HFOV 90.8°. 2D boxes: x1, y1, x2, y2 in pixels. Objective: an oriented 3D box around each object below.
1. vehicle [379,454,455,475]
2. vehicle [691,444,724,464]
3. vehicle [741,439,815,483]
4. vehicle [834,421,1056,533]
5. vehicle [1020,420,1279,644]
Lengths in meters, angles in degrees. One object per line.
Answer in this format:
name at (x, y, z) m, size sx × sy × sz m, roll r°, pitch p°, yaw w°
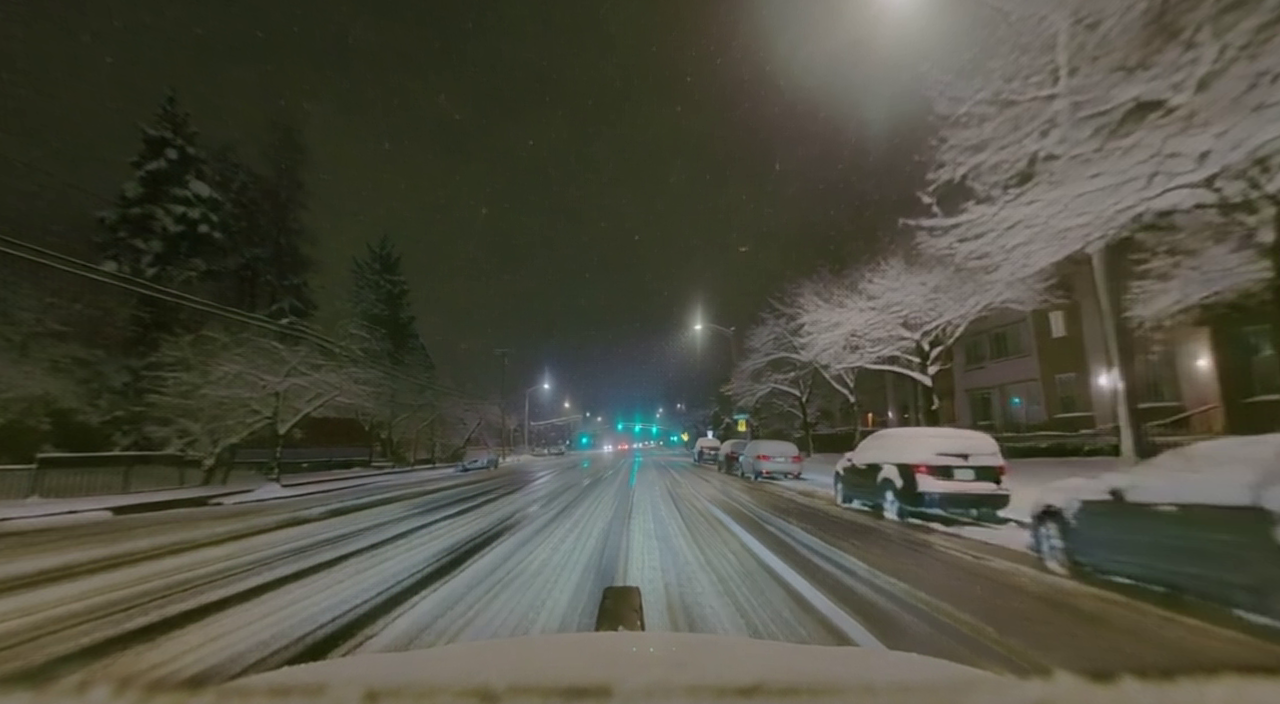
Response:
vehicle at (-16.372, 8.251, 46.499) m, size 4.826 × 1.491 × 2.086 m, roll 0°, pitch -8°, yaw -2°
vehicle at (4.994, 7.588, 47.051) m, size 1.935 × 1.433 × 4.241 m, roll 0°, pitch -8°, yaw -1°
vehicle at (5.221, 4.176, 24.462) m, size 1.837 × 1.532 × 3.886 m, roll 0°, pitch -8°, yaw -2°
vehicle at (5.349, 2.233, 11.864) m, size 1.990 × 1.694 × 4.179 m, roll 0°, pitch -8°, yaw -1°
vehicle at (5.432, 1.331, 5.161) m, size 1.974 × 1.548 × 4.160 m, roll -3°, pitch -9°, yaw 0°
